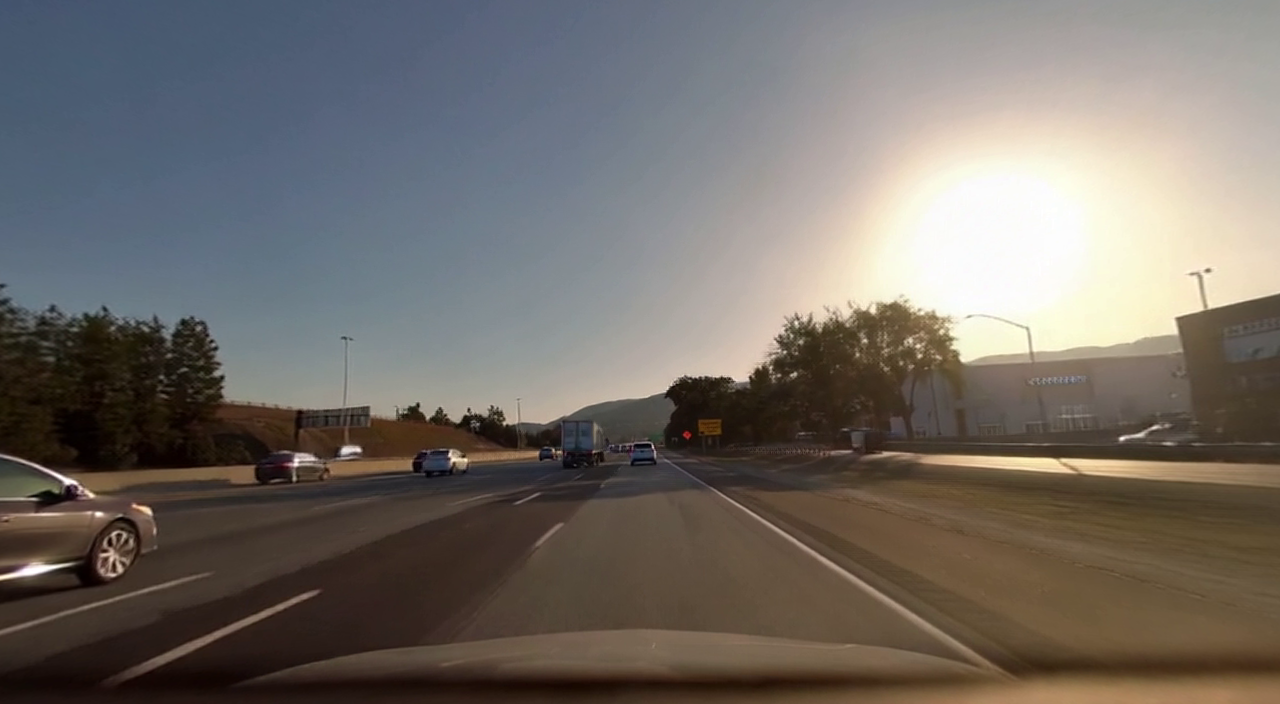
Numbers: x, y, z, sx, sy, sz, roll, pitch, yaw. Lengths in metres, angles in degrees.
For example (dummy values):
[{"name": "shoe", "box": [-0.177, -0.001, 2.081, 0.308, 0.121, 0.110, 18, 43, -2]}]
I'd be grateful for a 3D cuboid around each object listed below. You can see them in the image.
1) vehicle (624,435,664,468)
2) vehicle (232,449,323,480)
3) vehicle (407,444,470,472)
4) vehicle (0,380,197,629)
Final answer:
[{"name": "vehicle", "box": [0.272, 5.882, 37.488, 2.227, 1.794, 4.646, 0, -8, 1]}, {"name": "vehicle", "box": [-19.030, 5.916, 33.382, 1.899, 1.478, 4.640, -1, -8, 3]}, {"name": "vehicle", "box": [-11.594, 6.120, 36.716, 1.928, 1.480, 4.823, 0, -8, 2]}, {"name": "vehicle", "box": [-5.784, 1.053, 4.189, 2.200, 1.793, 4.586, 0, -8, 2]}]
